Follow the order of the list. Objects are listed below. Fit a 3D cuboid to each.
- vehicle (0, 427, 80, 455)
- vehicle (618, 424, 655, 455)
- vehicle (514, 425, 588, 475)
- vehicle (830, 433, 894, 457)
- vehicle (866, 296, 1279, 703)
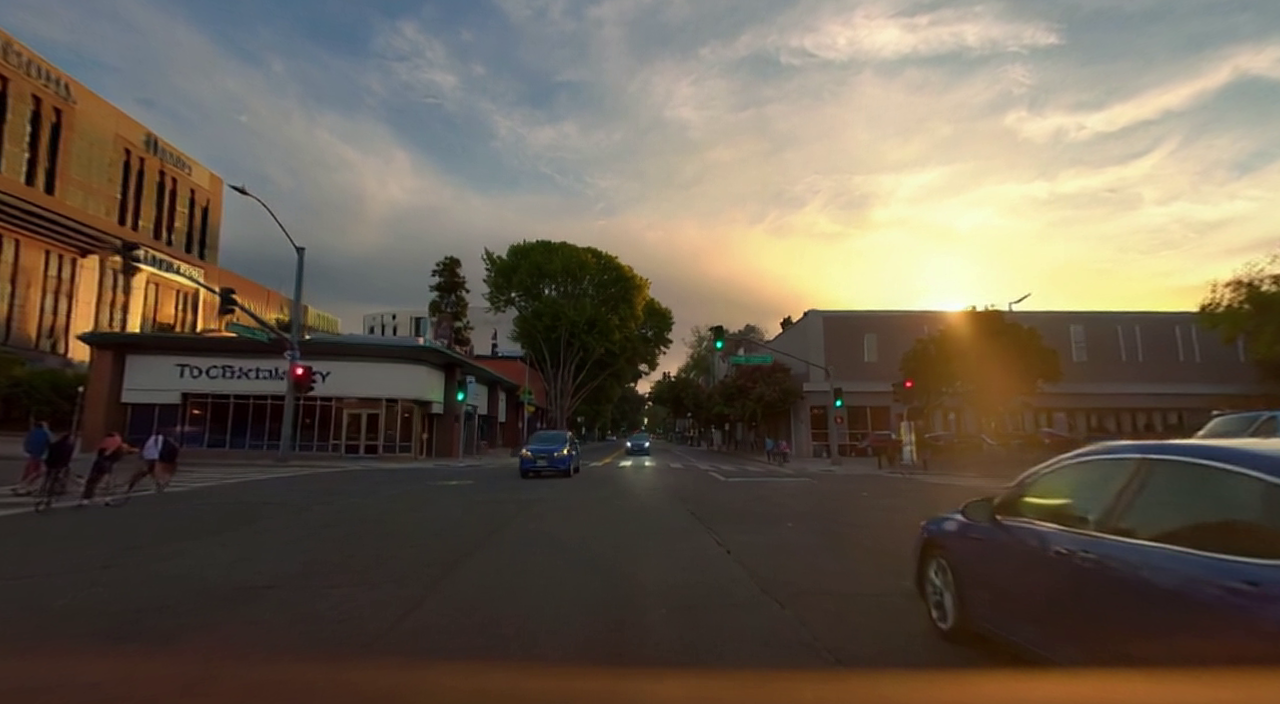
[{"bbox_3d":[-36.324,5.222,36.992,4.671,1.543,1.846,4,-9,-26],"label":"vehicle"},{"bbox_3d":[-0.273,5.894,42.475,2.390,1.948,5.344,0,-8,-1],"label":"vehicle"},{"bbox_3d":[-3.099,3.523,22.859,1.961,1.658,4.064,0,-8,2],"label":"vehicle"},{"bbox_3d":[15.259,6.425,43.617,1.924,1.579,4.084,3,-9,-21],"label":"vehicle"},{"bbox_3d":[2.876,0.846,2.766,2.048,1.725,4.754,0,-8,1],"label":"vehicle"}]
